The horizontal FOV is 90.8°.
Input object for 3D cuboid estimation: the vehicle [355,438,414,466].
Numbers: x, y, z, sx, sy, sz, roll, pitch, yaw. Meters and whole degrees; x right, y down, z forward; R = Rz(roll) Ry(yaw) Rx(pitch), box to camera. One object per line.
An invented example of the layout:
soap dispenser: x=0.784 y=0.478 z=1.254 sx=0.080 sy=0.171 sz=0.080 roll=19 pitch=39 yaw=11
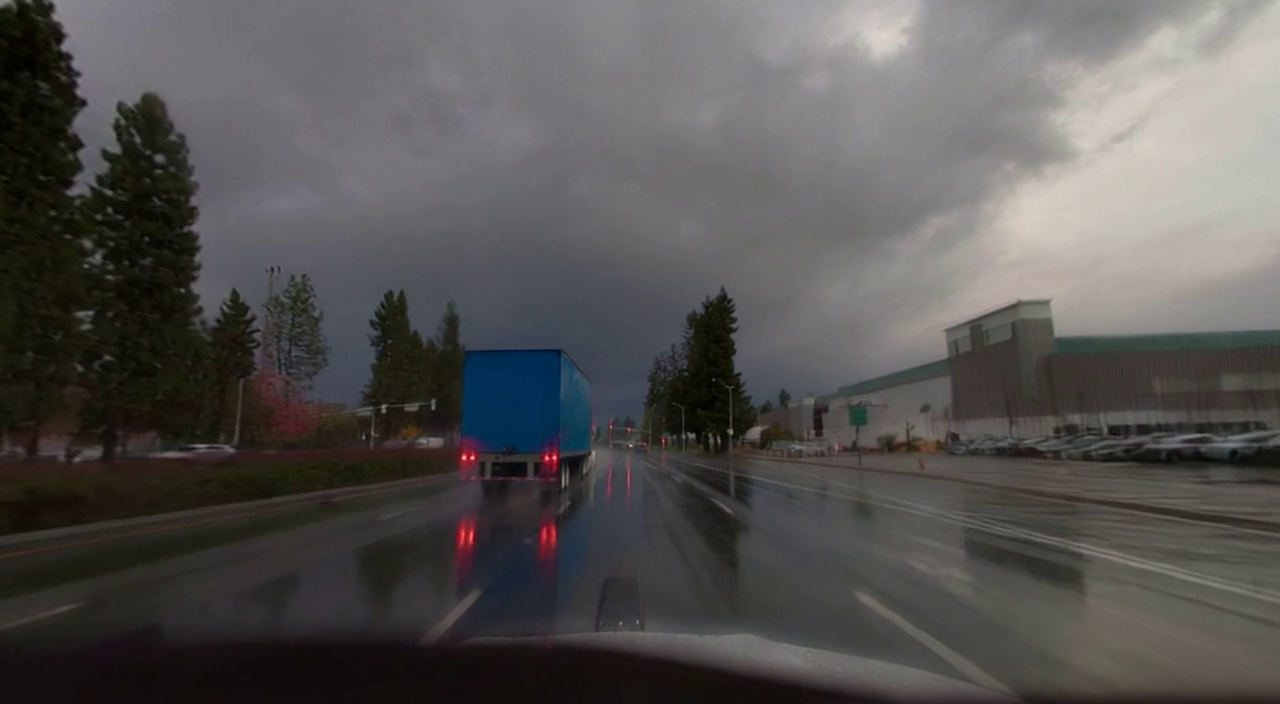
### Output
vehicle: x=-16.234 y=6.391 z=40.396 sx=2.157 sy=1.680 sz=4.524 roll=0 pitch=-9 yaw=-4

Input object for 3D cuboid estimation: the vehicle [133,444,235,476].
vehicle: x=-22.150 y=5.223 z=30.942 sx=1.875 sy=1.436 sz=4.365 roll=0 pitch=-8 yaw=-3

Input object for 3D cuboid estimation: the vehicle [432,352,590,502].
vehicle: x=-3.247 y=2.304 z=18.609 sx=2.910 sy=3.419 sz=8.376 roll=0 pitch=-8 yaw=0
